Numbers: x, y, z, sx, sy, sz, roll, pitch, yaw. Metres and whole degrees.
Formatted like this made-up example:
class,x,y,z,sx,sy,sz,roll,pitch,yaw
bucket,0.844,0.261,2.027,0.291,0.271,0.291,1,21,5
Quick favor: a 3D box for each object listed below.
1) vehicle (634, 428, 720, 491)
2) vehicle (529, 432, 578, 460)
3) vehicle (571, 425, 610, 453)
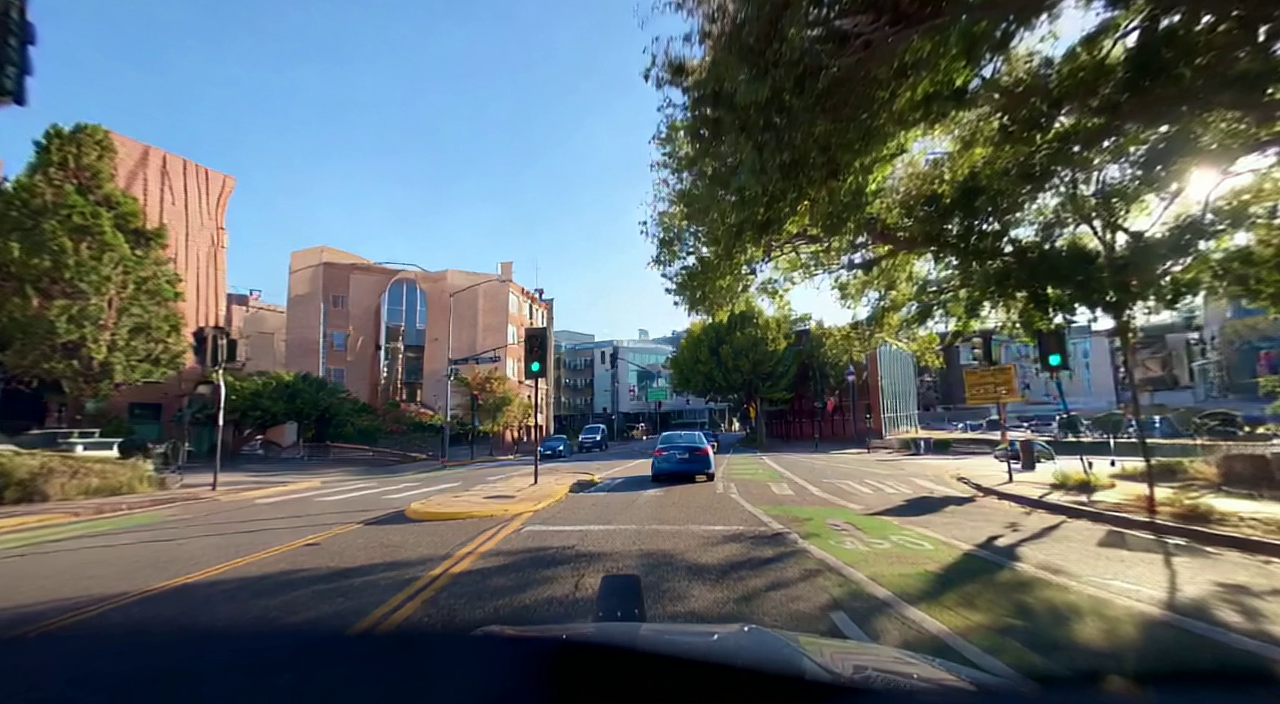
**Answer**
class,x,y,z,sx,sy,sz,roll,pitch,yaw
vehicle,0.969,2.714,16.393,1.950,1.401,4.159,-1,-8,4
vehicle,-4.910,5.392,36.183,1.884,1.509,4.416,-1,-8,5
vehicle,-3.830,6.863,49.776,2.310,2.045,4.763,-1,-8,5
